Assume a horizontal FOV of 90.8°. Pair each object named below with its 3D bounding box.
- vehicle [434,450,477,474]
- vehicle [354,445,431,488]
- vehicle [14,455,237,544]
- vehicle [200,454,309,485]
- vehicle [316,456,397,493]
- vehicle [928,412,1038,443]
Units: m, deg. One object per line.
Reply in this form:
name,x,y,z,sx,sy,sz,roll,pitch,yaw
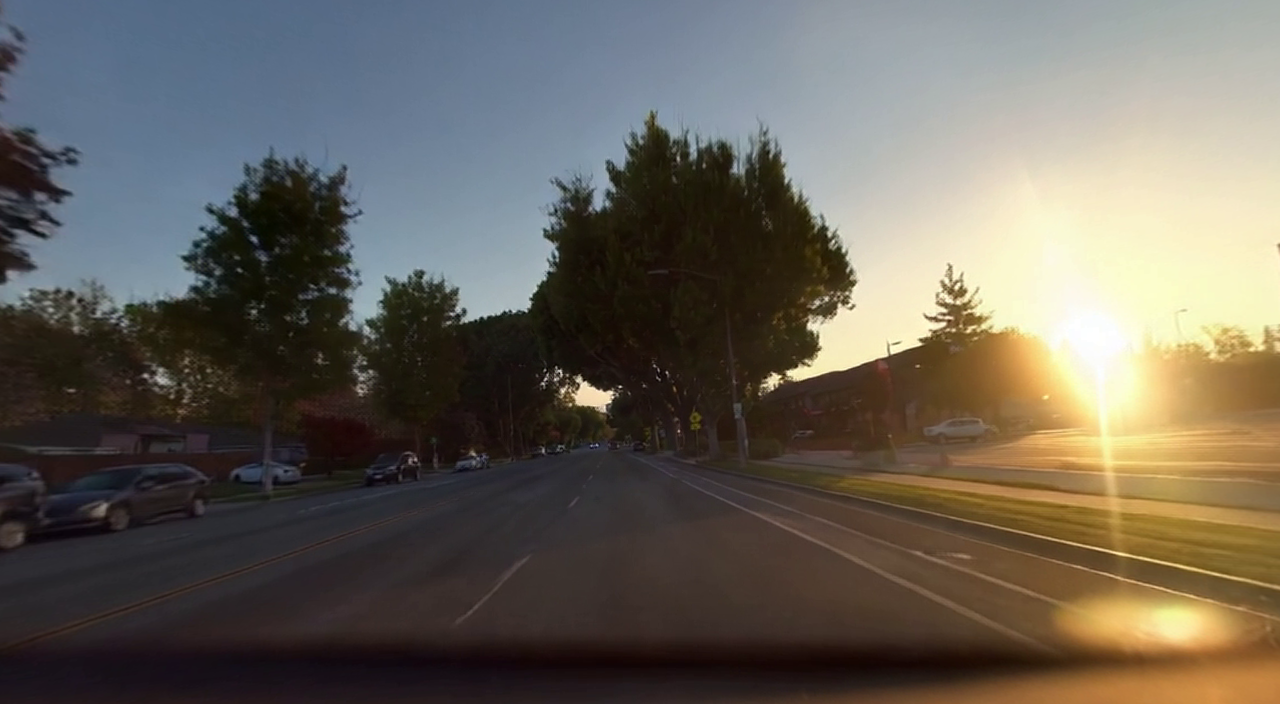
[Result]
vehicle,-13.673,8.180,47.214,1.897,1.564,4.875,0,-8,-2
vehicle,-13.267,6.134,34.216,2.351,1.905,5.138,-4,-9,-4
vehicle,-12.490,3.535,15.840,2.076,1.681,4.423,-4,-8,-3
vehicle,-25.409,7.717,41.786,5.661,1.896,2.302,0,-8,-2
vehicle,-12.935,5.602,29.155,1.958,1.457,4.254,0,-8,-3
vehicle,23.879,5.357,44.264,2.392,1.996,6.238,5,-10,-33
